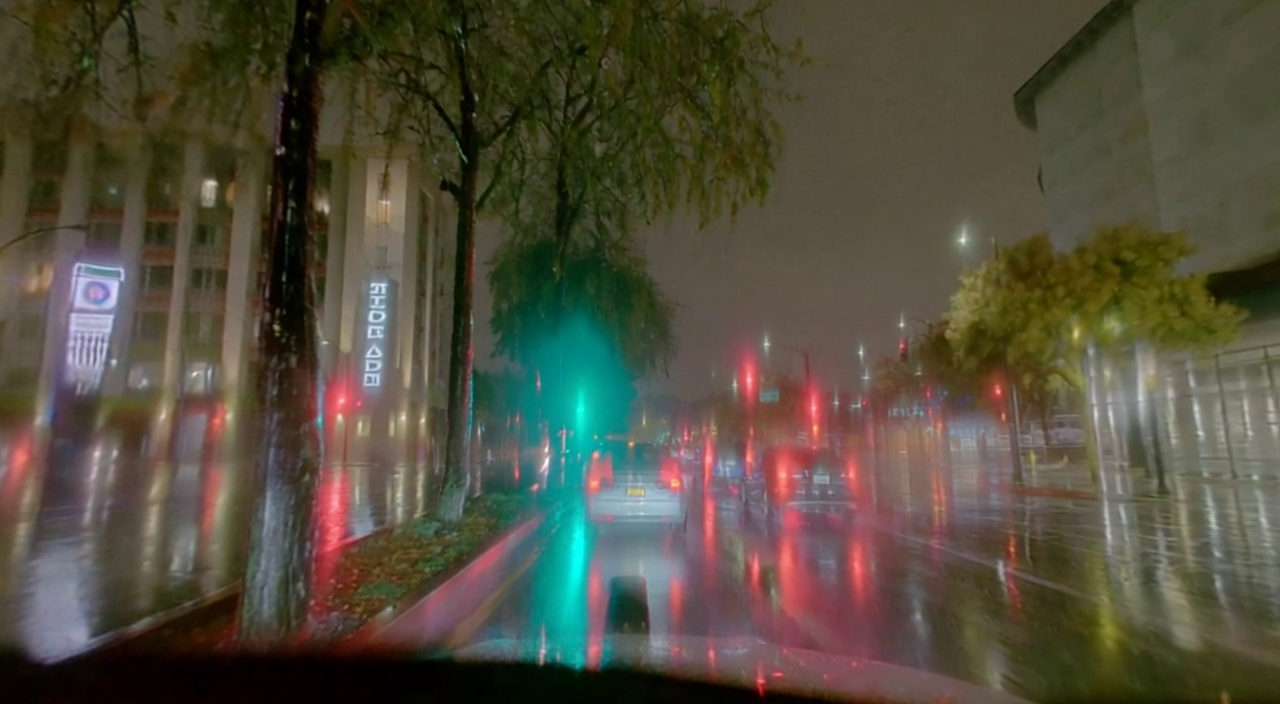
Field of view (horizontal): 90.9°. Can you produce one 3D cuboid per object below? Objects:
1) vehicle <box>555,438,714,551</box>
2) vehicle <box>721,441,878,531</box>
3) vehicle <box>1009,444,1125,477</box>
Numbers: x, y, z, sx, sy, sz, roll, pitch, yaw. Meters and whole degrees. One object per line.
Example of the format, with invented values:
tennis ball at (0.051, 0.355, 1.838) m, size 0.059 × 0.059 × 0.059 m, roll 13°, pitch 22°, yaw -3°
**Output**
vehicle at (-0.117, 2.185, 10.418) m, size 2.087 × 1.456 × 4.143 m, roll 0°, pitch -8°, yaw -1°
vehicle at (2.901, 2.520, 12.533) m, size 1.893 × 1.446 × 4.270 m, roll 0°, pitch -8°, yaw -1°
vehicle at (22.364, 5.681, 33.166) m, size 4.610 × 1.622 × 1.934 m, roll -1°, pitch -8°, yaw 4°
